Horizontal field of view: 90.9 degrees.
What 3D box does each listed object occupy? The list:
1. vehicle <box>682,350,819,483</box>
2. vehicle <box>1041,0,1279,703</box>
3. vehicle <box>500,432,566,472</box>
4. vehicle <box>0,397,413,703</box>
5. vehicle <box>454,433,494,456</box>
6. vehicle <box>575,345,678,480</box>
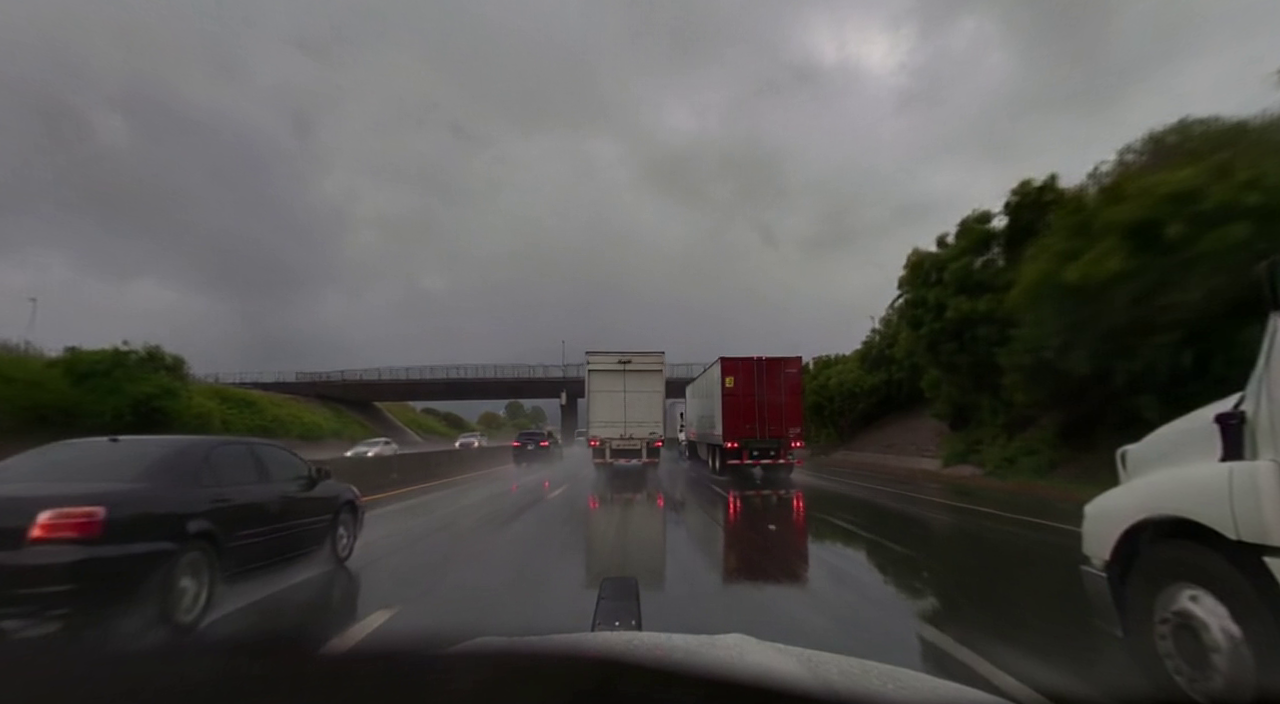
[{"bbox_3d":[3.621,2.654,24.281,2.817,3.886,11.491,0,-8,-2],"label":"vehicle"},{"bbox_3d":[3.938,-0.520,0.518,3.074,3.896,5.910,0,-8,-1],"label":"vehicle"},{"bbox_3d":[-4.267,4.053,25.778,2.049,1.483,3.786,0,-8,0],"label":"vehicle"},{"bbox_3d":[-3.469,1.196,4.582,1.894,1.460,4.662,0,-8,0],"label":"vehicle"},{"bbox_3d":[-12.546,6.992,47.950,1.955,1.641,4.157,0,-8,-1],"label":"vehicle"},{"bbox_3d":[-0.539,2.522,24.292,3.090,4.065,10.702,0,-8,-1],"label":"vehicle"}]
